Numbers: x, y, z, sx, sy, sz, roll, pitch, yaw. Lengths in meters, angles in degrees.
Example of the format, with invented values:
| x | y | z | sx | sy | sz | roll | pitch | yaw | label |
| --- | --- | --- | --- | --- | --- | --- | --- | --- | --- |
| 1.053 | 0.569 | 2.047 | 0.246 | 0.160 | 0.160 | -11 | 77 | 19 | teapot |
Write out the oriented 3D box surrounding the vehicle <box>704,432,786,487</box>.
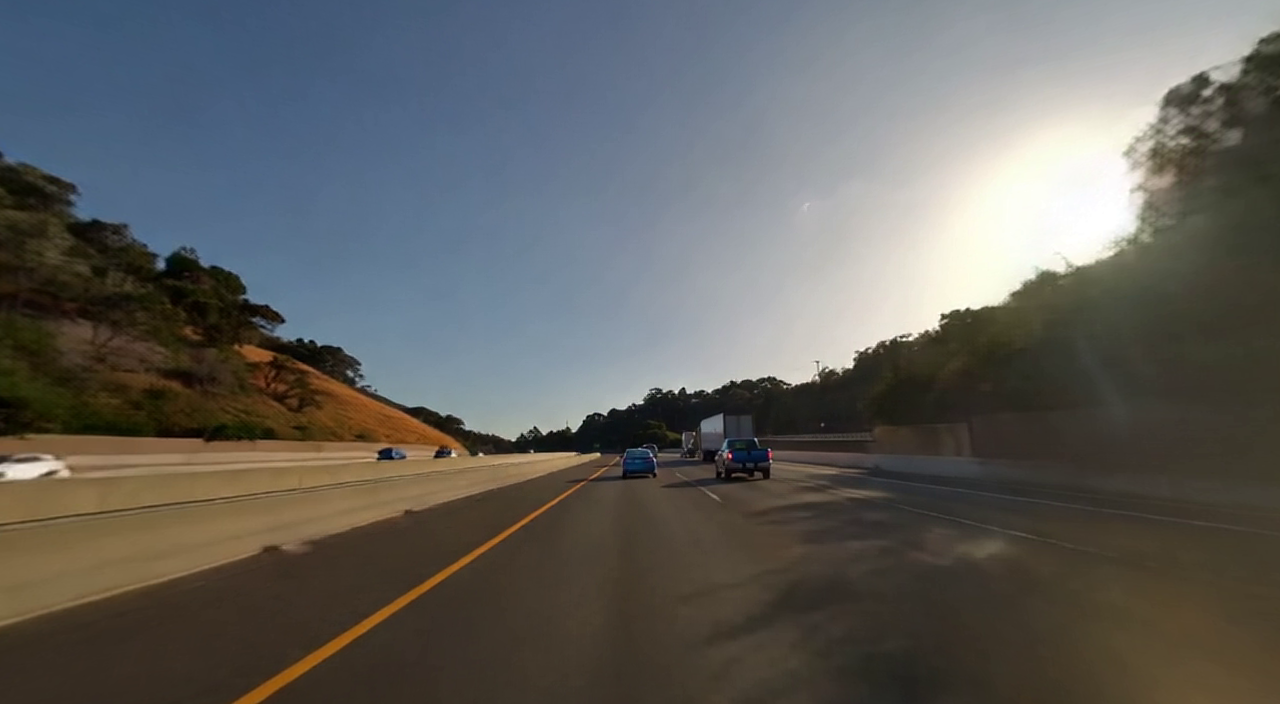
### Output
| x | y | z | sx | sy | sz | roll | pitch | yaw | label |
| --- | --- | --- | --- | --- | --- | --- | --- | --- | --- |
| 3.736 | 3.931 | 23.363 | 2.098 | 1.794 | 4.561 | 0 | -9 | -2 | vehicle |

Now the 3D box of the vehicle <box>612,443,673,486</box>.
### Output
| x | y | z | sx | sy | sz | roll | pitch | yaw | label |
| --- | --- | --- | --- | --- | --- | --- | --- | --- | --- |
| 0.056 | 4.188 | 23.776 | 2.083 | 1.477 | 3.965 | 0 | -9 | -1 | vehicle |
